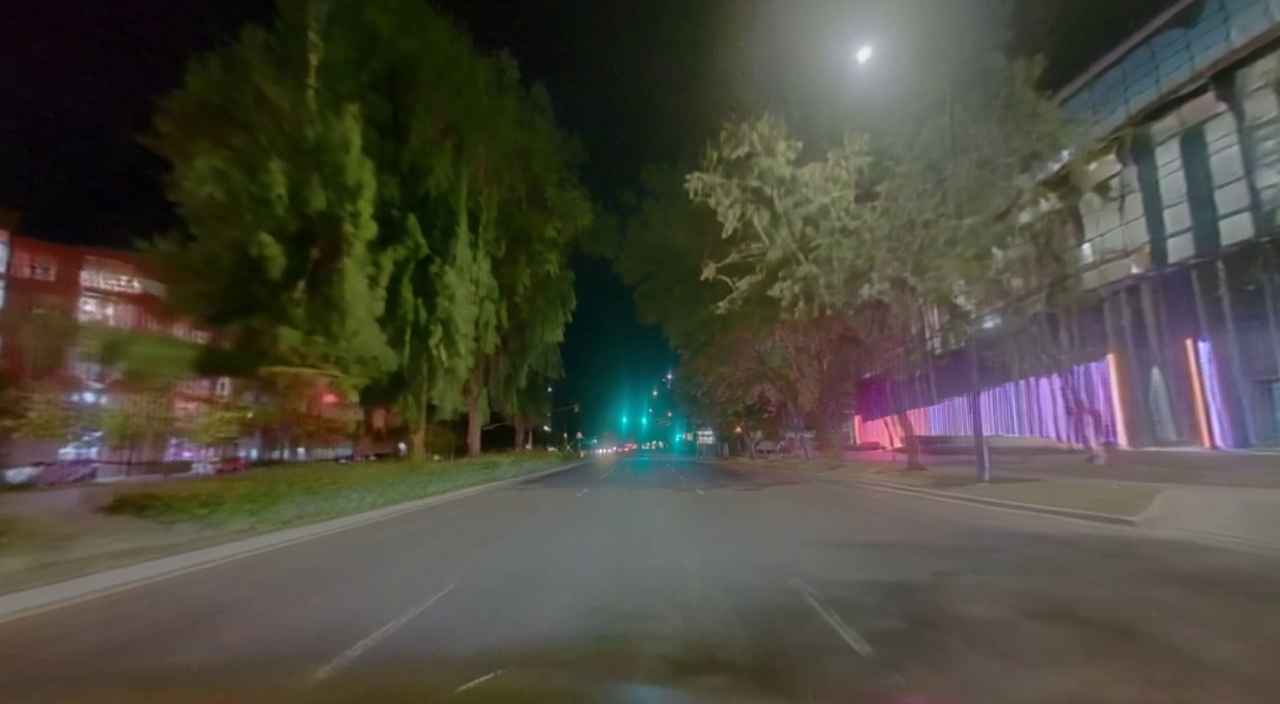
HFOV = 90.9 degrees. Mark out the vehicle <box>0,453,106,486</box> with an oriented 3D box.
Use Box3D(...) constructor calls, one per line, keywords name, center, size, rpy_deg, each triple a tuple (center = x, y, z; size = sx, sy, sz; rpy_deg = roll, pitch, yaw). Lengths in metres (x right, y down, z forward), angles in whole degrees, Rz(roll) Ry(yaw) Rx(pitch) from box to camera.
Box3D(name="vehicle", center=(-35.253, 6.951, 37.630), size=(4.912, 1.775, 1.996), rpy_deg=(8, -11, -42))
